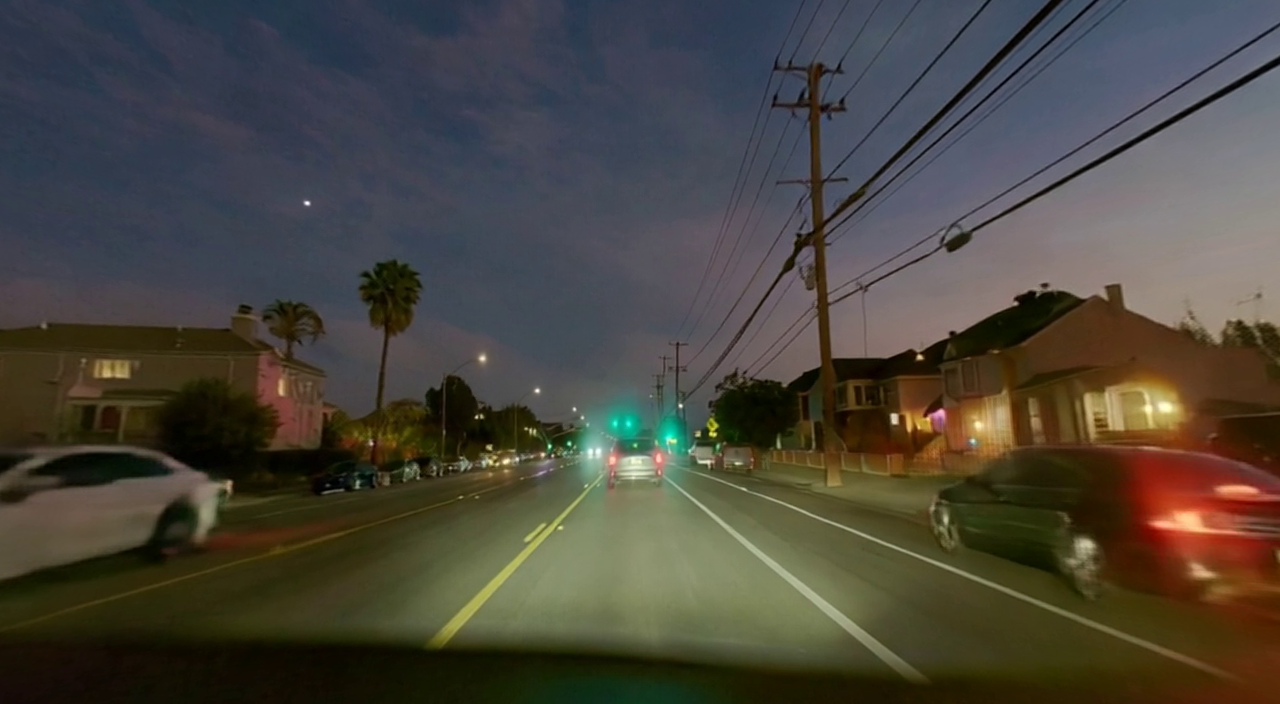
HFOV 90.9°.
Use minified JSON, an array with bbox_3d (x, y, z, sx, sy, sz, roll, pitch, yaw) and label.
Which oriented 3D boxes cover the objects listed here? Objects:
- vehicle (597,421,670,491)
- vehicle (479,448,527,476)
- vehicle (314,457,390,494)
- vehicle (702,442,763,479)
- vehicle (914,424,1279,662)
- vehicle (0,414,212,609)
[{"bbox_3d":[-0.327,3.434,21.055,2.168,2.040,4.527,0,-9,-4],"label":"vehicle"},{"bbox_3d":[-7.688,6.179,35.730,1.844,1.453,4.414,0,-8,-1],"label":"vehicle"},{"bbox_3d":[-13.413,5.744,29.619,1.841,1.356,3.938,-5,-8,-2],"label":"vehicle"},{"bbox_3d":[4.023,4.807,28.205,1.946,1.530,4.240,0,-9,-2],"label":"vehicle"},{"bbox_3d":[4.677,1.504,6.113,2.022,1.456,4.246,0,-8,-2],"label":"vehicle"},{"bbox_3d":[-6.765,1.532,6.264,1.993,1.737,4.353,0,-9,-1],"label":"vehicle"}]
